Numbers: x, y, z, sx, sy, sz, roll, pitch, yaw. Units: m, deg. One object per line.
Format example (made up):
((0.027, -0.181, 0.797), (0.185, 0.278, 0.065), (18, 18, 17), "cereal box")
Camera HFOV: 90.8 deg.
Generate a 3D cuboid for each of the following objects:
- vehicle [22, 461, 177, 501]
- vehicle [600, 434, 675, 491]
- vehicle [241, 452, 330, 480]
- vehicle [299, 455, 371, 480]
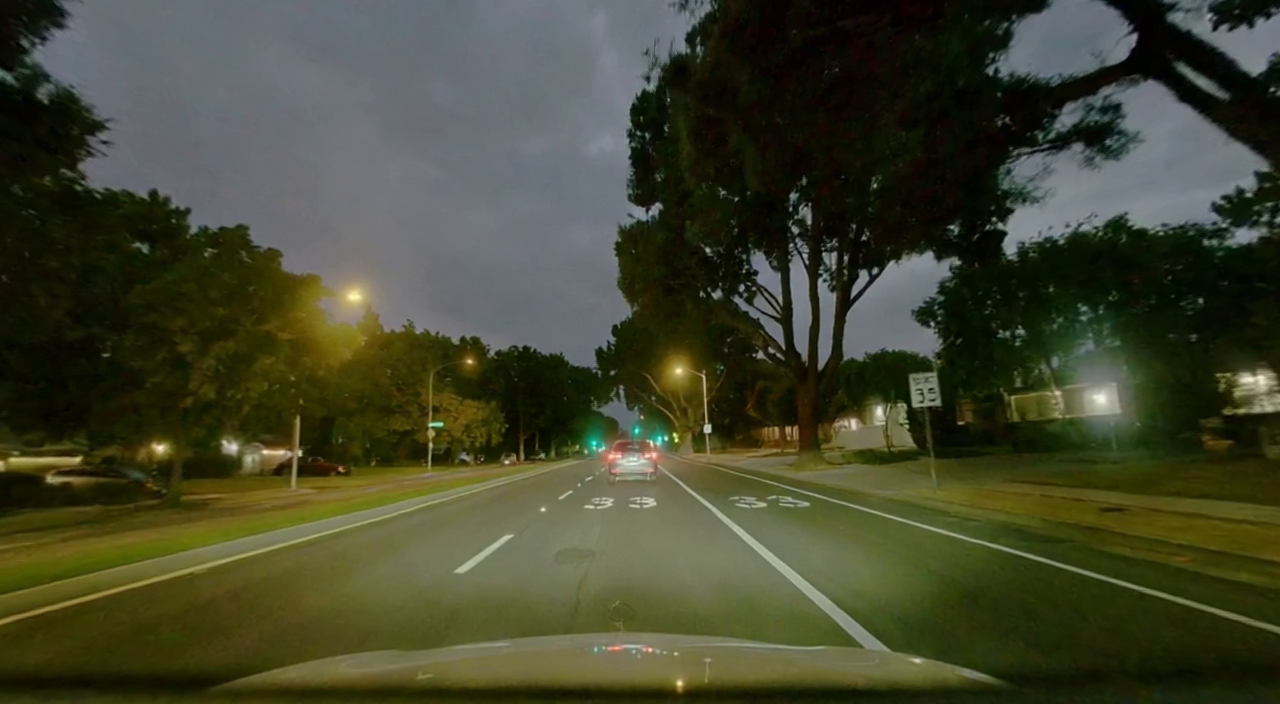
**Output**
((-21.438, 5.098, 25.186), (4.433, 1.462, 1.834), (0, -9, 0), "vehicle")
((-0.092, 3.558, 20.586), (2.181, 1.639, 4.127), (0, -9, 0), "vehicle")
((-24.008, 7.729, 42.937), (4.866, 1.614, 1.911), (-2, -9, -4), "vehicle")
((-21.948, 8.339, 45.627), (4.241, 1.500, 1.956), (-4, -9, 1), "vehicle")
